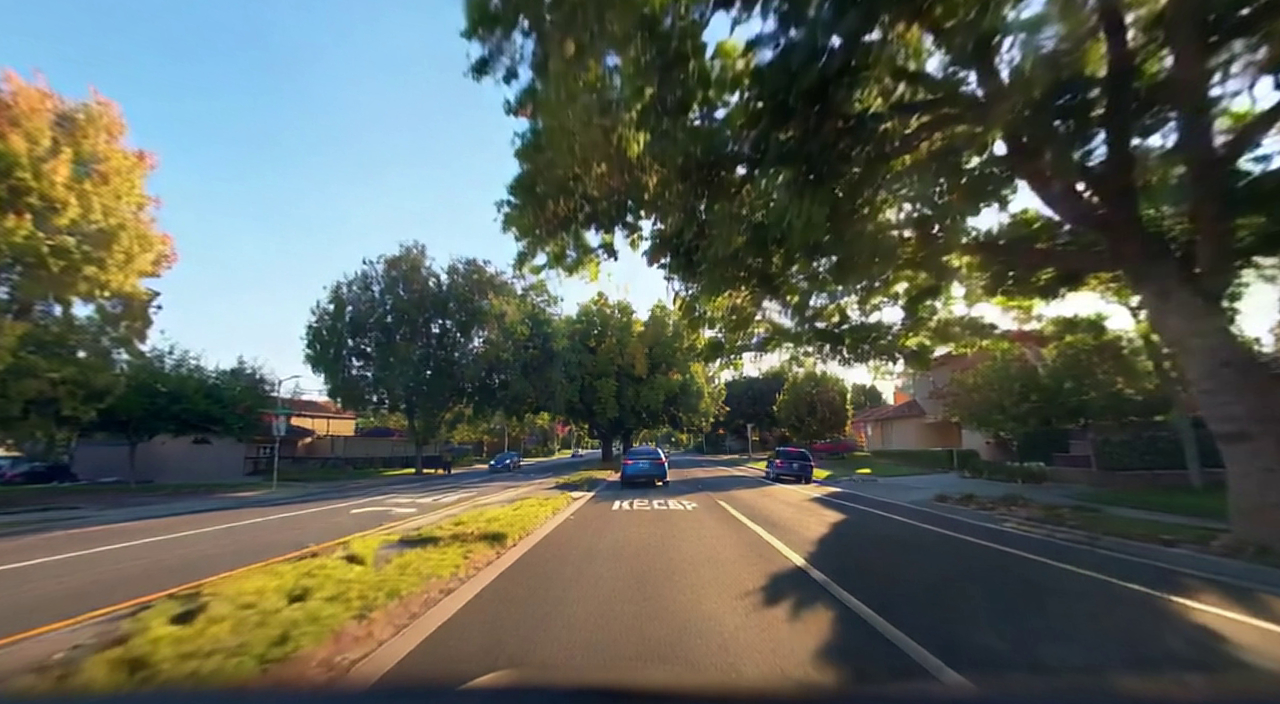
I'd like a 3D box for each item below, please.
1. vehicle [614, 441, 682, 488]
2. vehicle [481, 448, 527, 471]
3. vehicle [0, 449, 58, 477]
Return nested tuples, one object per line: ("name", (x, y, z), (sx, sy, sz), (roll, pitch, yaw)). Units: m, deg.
("vehicle", (0.257, 3.953, 22.495), (2.158, 1.469, 4.909), (0, -9, 0))
("vehicle", (-9.178, 7.303, 42.919), (2.030, 1.468, 4.469), (-1, -9, 2))
("vehicle", (-39.112, 6.886, 39.155), (1.858, 1.621, 3.767), (-2, -9, 12))
